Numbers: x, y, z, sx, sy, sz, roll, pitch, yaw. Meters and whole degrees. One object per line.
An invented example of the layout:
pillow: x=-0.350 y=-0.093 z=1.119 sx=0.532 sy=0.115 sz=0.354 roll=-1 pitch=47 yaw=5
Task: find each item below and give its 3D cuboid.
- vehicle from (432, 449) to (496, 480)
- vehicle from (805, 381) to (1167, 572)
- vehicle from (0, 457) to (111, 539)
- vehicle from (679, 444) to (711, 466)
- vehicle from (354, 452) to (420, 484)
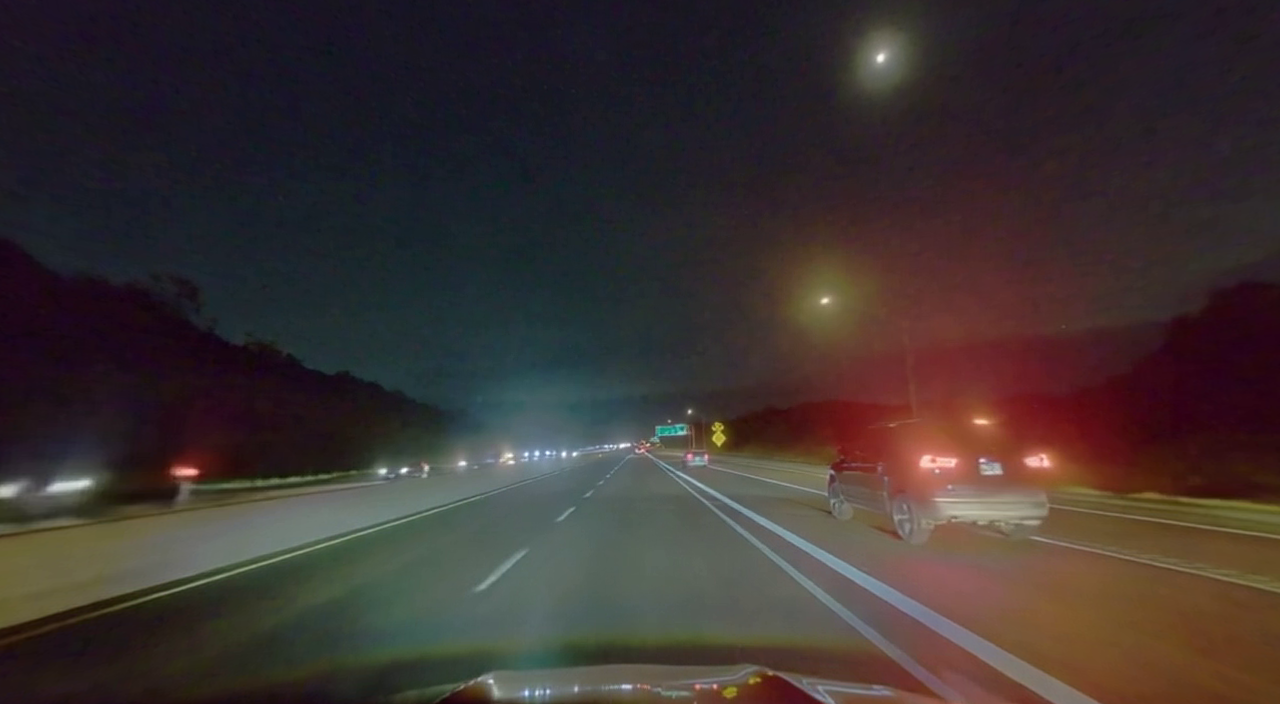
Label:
vehicle: x=-9.263 y=5.947 z=33.414 sx=2.012 sy=1.523 sz=4.777 roll=0 pitch=-9 yaw=0
vehicle: x=4.183 y=1.662 z=9.013 sx=2.177 sy=1.914 sz=5.245 roll=0 pitch=-9 yaw=0
vehicle: x=-13.095 y=2.844 z=12.255 sx=1.902 sy=1.516 sz=4.079 roll=0 pitch=-9 yaw=0
vehicle: x=3.937 y=7.455 z=45.302 sx=1.917 sy=1.488 sz=3.693 roll=0 pitch=-9 yaw=-2
vehicle: x=-13.102 y=6.009 z=32.743 sx=1.811 sy=1.500 sz=3.805 roll=0 pitch=-9 yaw=1
